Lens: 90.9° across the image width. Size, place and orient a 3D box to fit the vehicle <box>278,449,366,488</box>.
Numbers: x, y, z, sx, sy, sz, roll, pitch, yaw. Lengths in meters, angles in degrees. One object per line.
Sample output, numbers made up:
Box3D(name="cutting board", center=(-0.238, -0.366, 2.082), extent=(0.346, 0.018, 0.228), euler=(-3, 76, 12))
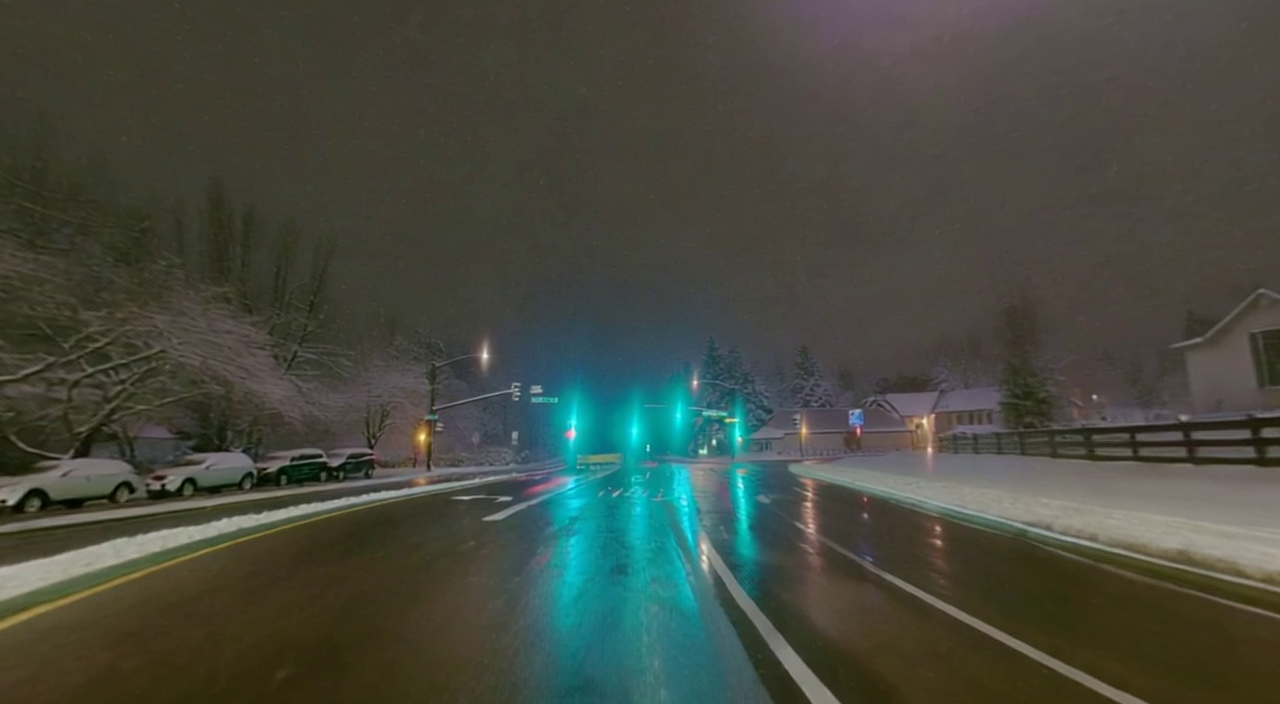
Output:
Box3D(name="vehicle", center=(-17.473, 6.383, 34.965), extent=(2.050, 1.697, 4.838), euler=(-5, -7, 6))

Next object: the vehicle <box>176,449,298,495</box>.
Box3D(name="vehicle", center=(-18.320, 5.427, 28.991), extent=(2.148, 1.856, 4.632), euler=(-1, -9, 6))

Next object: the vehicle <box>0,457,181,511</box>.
Box3D(name="vehicle", center=(-18.909, 4.476, 21.892), extent=(1.883, 1.506, 4.863), euler=(-1, -8, 6))
